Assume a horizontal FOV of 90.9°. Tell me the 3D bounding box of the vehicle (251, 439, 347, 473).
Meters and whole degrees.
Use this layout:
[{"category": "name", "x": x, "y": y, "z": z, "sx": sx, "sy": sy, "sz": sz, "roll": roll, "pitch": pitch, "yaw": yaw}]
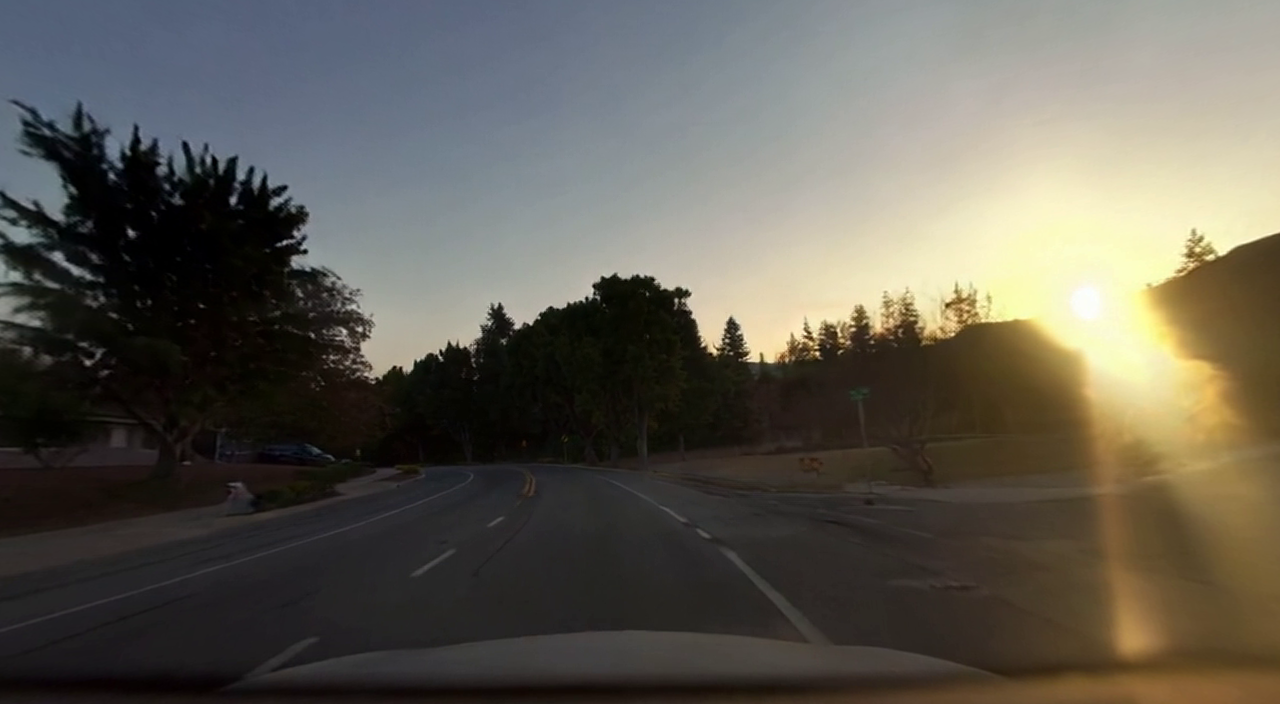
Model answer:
[{"category": "vehicle", "x": -19.982, "y": 6.061, "z": 36.966, "sx": 4.562, "sy": 1.857, "sz": 2.129, "roll": -2, "pitch": -9, "yaw": 14}]
